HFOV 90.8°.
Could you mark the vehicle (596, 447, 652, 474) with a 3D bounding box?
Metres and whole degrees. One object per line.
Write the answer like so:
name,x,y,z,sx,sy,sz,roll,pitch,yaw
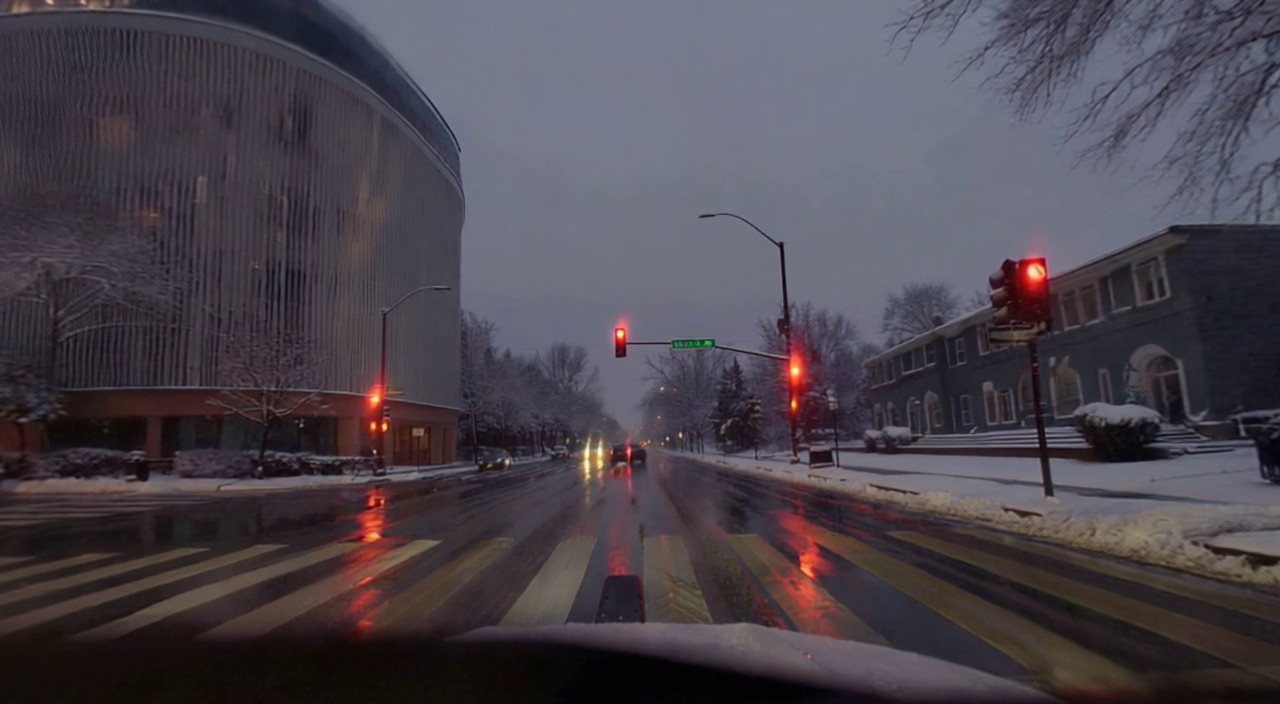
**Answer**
vehicle,-0.865,6.404,37.660,2.088,1.452,4.833,-3,-9,15
